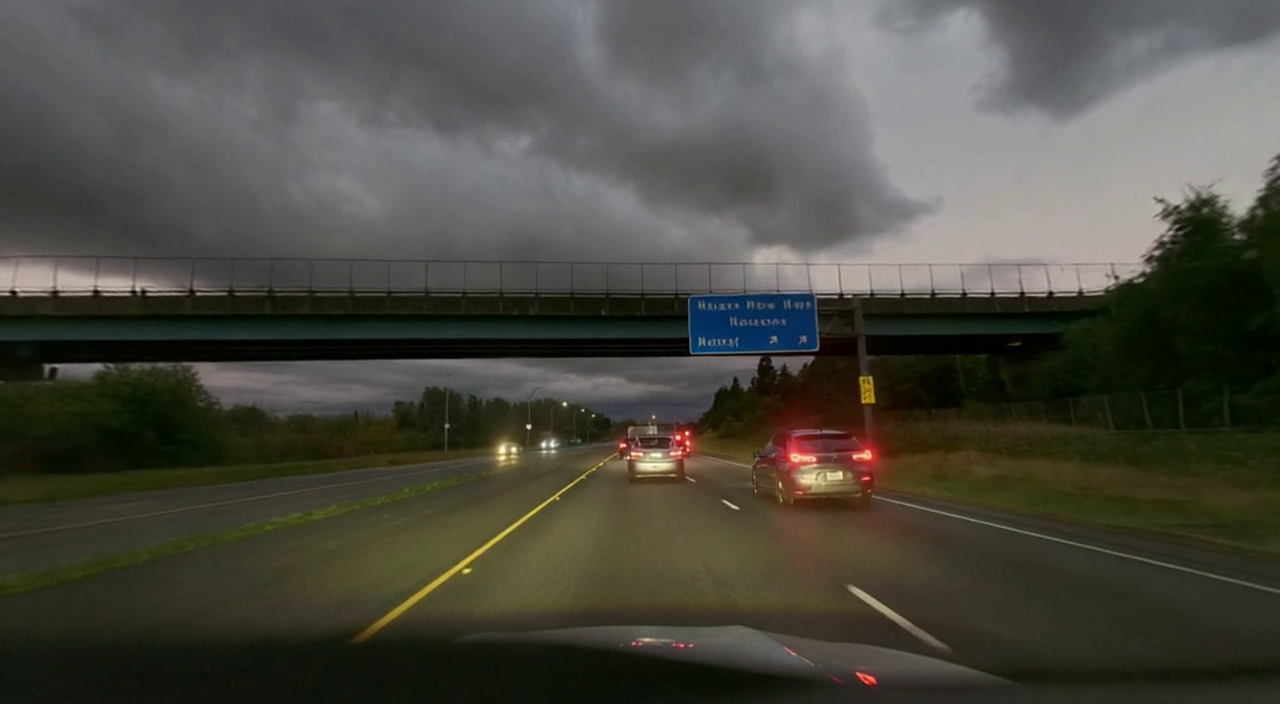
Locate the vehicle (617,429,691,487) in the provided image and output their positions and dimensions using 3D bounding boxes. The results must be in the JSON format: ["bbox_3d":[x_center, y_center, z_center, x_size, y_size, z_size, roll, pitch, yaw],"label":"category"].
[{"bbox_3d":[0.328,3.352,20.297,2.092,1.636,4.024,0,-8,-3],"label":"vehicle"}]
